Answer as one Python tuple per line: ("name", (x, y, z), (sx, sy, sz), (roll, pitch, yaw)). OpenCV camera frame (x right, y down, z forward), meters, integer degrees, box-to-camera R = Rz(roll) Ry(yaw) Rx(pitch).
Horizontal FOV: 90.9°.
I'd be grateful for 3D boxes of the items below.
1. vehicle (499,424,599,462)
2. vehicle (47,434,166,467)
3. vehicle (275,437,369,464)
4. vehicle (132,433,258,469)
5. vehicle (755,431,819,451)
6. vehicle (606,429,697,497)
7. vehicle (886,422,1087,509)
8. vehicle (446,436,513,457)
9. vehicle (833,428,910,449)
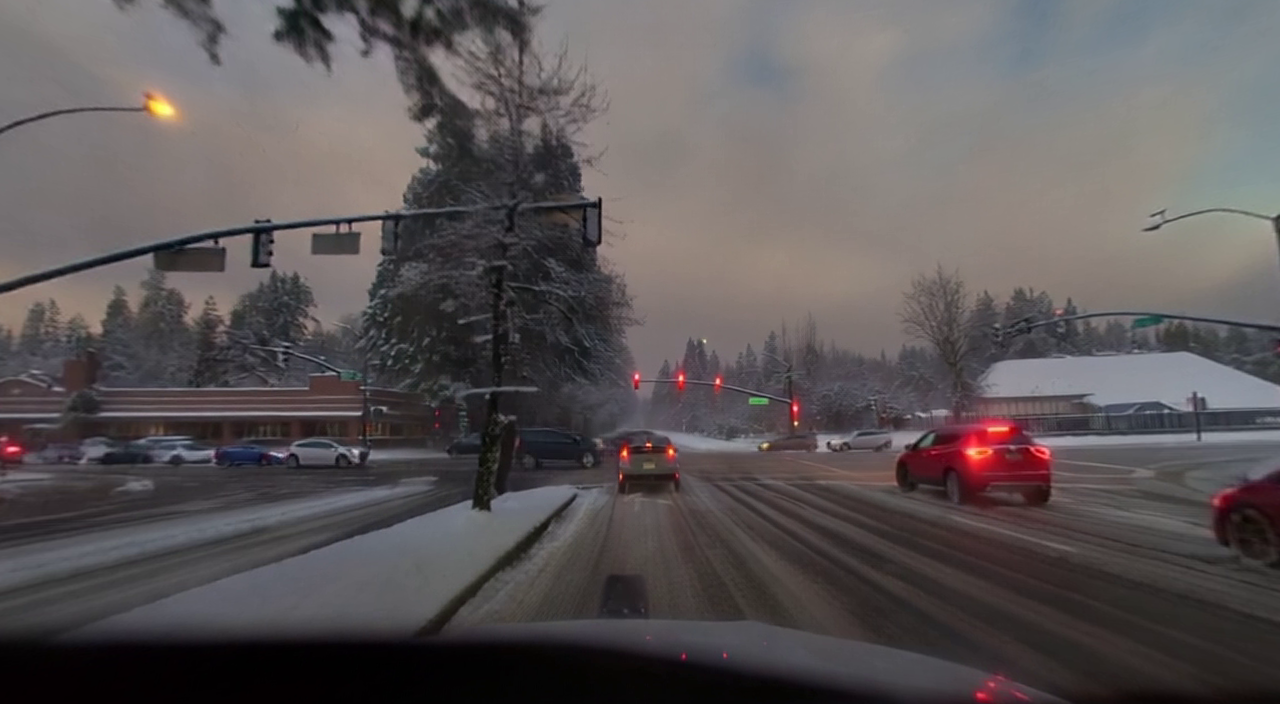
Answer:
("vehicle", (-4.549, 4.660, 32.252), (4.786, 1.803, 1.967), (-1, -8, 1))
("vehicle", (-30.124, 5.578, 35.703), (4.833, 1.784, 2.027), (0, -8, 0))
("vehicle", (-18.023, 5.588, 35.868), (4.399, 1.445, 1.769), (-1, -8, 2))
("vehicle", (-22.721, 5.066, 32.333), (4.921, 1.757, 2.036), (-1, -8, 2))
("vehicle", (11.265, 6.851, 48.548), (4.507, 1.440, 1.736), (0, -8, -1))
("vehicle", (0.220, 2.778, 16.106), (2.041, 1.485, 3.813), (0, -8, -1))
("vehicle", (7.228, 2.404, 13.798), (1.901, 1.577, 4.348), (0, -8, 0))
("vehicle", (-12.081, 7.136, 47.707), (4.564, 1.475, 1.767), (0, -8, 1))
("vehicle", (16.150, 6.074, 44.226), (4.667, 1.450, 1.818), (0, -8, 1))
